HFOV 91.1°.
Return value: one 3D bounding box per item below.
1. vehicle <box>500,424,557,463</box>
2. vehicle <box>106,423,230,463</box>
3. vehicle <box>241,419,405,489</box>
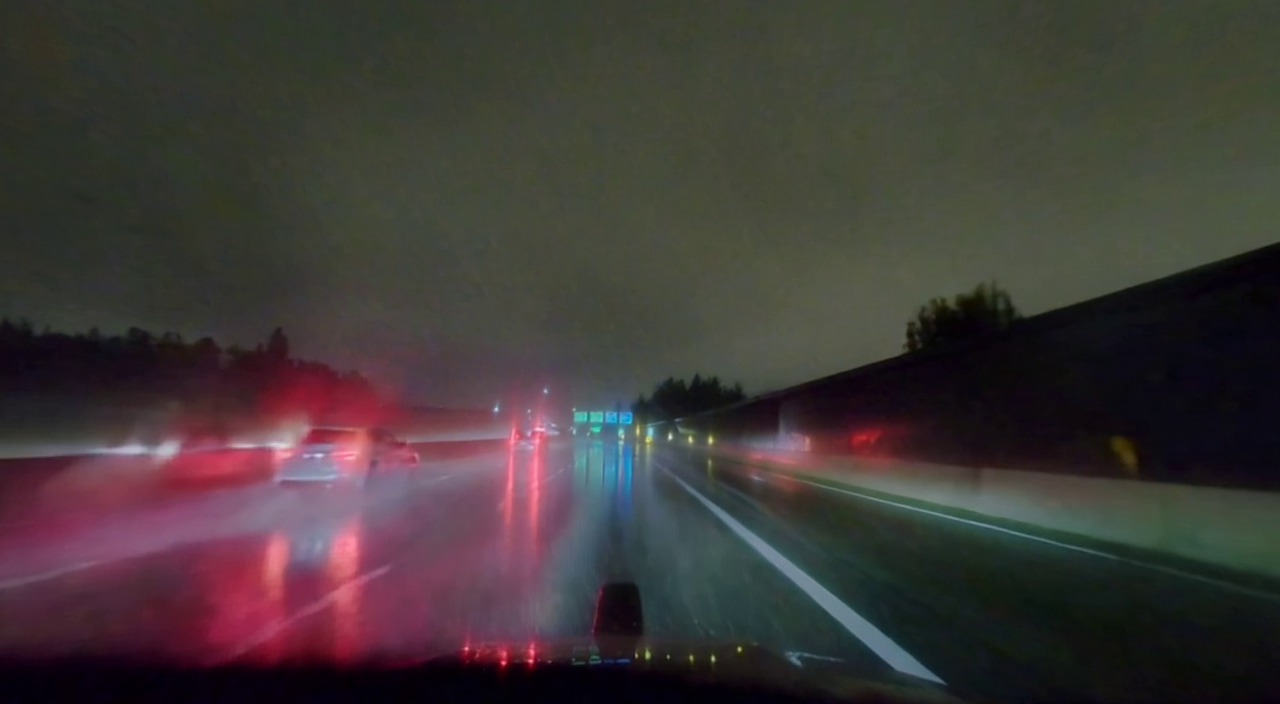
[{"bbox_3d":[-5.288,4.404,30.335,2.007,1.727,4.040,0,-8,-1],"label":"vehicle"},{"bbox_3d":[-20.013,3.875,26.944,2.038,1.533,4.288,0,-8,-1],"label":"vehicle"},{"bbox_3d":[-8.421,2.764,17.316,2.148,1.635,4.670,1,-8,-2],"label":"vehicle"}]
